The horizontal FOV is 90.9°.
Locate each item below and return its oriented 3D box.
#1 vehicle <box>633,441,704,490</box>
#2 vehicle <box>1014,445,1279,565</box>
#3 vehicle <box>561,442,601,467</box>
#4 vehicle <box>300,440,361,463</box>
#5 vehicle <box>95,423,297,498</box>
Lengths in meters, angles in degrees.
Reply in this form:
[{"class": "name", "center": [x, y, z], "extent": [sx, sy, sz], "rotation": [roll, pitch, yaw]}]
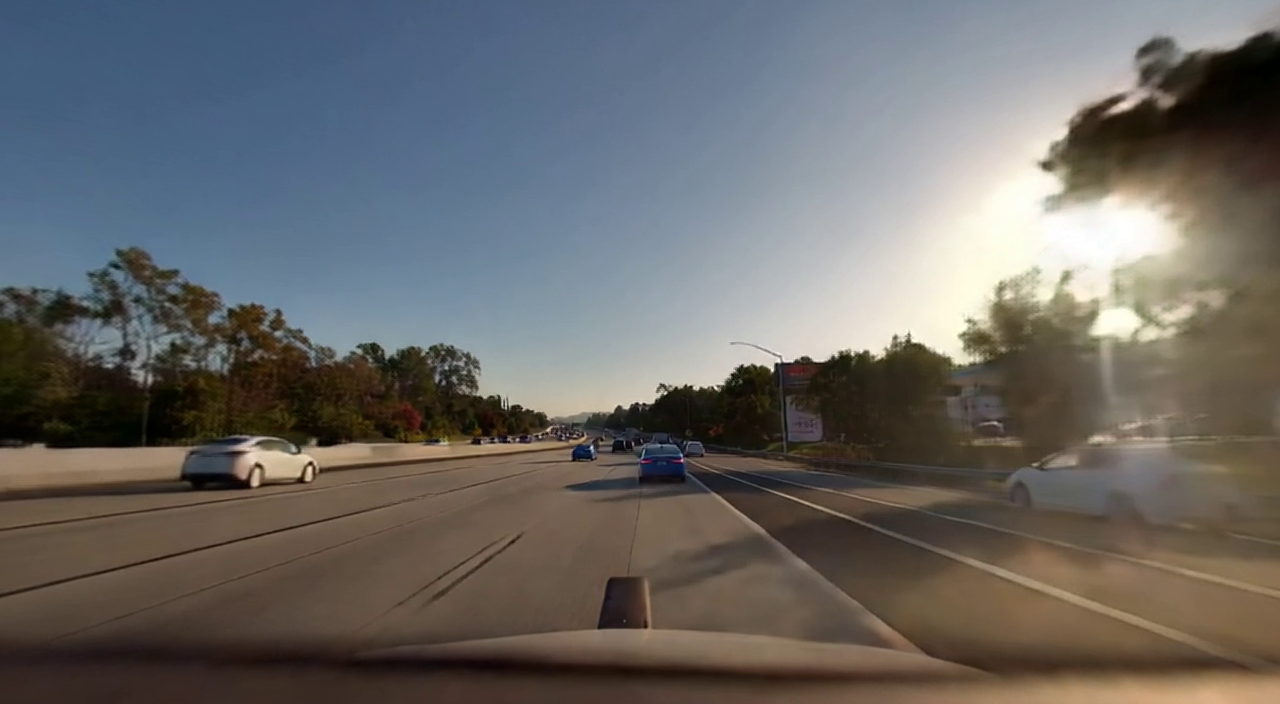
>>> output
[{"class": "vehicle", "center": [0.863, 3.709, 21.030], "extent": [2.113, 1.464, 4.073], "rotation": [0, -8, 0]}, {"class": "vehicle", "center": [8.375, 2.220, 10.047], "extent": [2.030, 1.442, 4.358], "rotation": [0, -8, -2]}, {"class": "vehicle", "center": [-3.670, 6.503, 40.158], "extent": [2.047, 1.497, 4.208], "rotation": [0, -8, 2]}, {"class": "vehicle", "center": [-20.964, 6.718, 42.913], "extent": [1.820, 1.474, 4.497], "rotation": [0, -8, 1]}, {"class": "vehicle", "center": [-11.168, 2.745, 16.368], "extent": [1.950, 1.664, 4.403], "rotation": [0, -8, 1]}]
